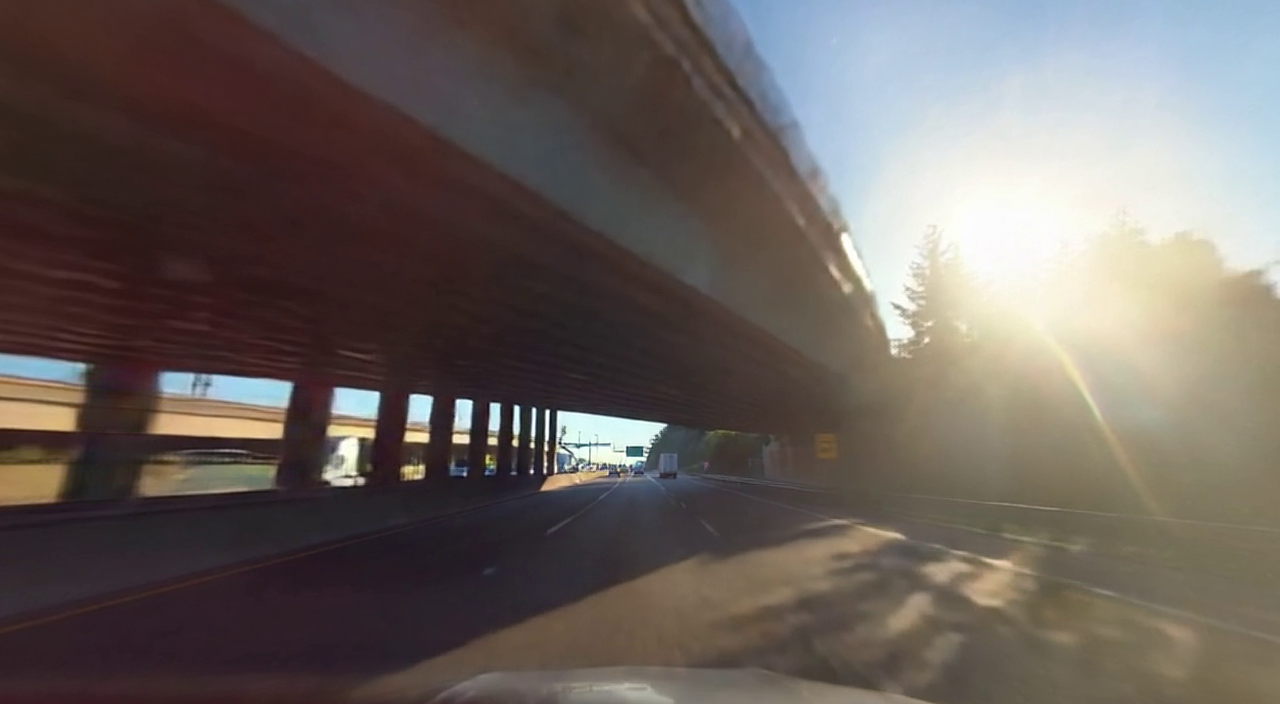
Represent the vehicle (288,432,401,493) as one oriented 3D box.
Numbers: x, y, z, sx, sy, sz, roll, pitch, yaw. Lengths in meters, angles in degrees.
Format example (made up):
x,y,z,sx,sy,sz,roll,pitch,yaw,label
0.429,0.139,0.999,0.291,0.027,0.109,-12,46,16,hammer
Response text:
x,y,z,sx,sy,sz,roll,pitch,yaw,label
-19.680,7.532,42.839,2.909,3.656,9.268,1,-10,1,vehicle
